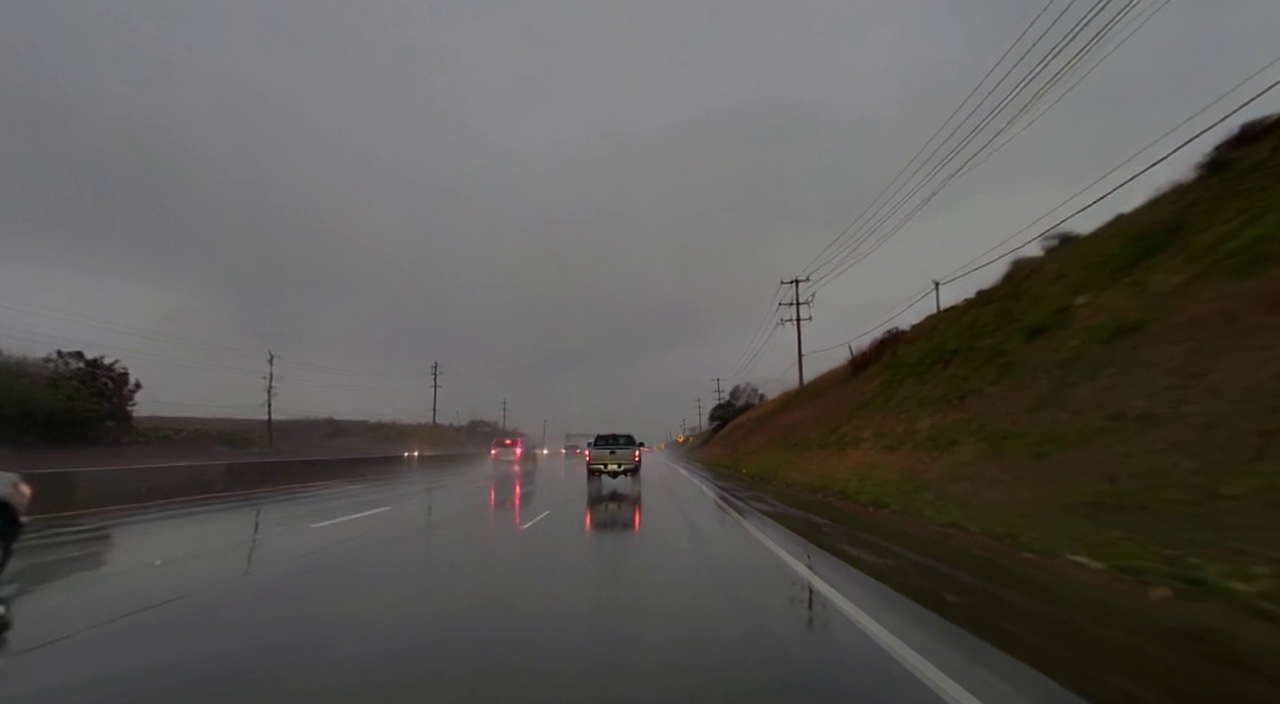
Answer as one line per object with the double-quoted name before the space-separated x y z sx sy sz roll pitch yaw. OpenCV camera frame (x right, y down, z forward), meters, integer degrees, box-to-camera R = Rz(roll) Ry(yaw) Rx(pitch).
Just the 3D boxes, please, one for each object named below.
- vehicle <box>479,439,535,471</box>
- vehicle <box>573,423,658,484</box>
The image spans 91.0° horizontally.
"vehicle" -7.176 5.607 34.384 2.055 1.618 4.457 0 -9 1
"vehicle" -0.833 4.022 25.206 2.972 2.087 6.126 0 -9 0
